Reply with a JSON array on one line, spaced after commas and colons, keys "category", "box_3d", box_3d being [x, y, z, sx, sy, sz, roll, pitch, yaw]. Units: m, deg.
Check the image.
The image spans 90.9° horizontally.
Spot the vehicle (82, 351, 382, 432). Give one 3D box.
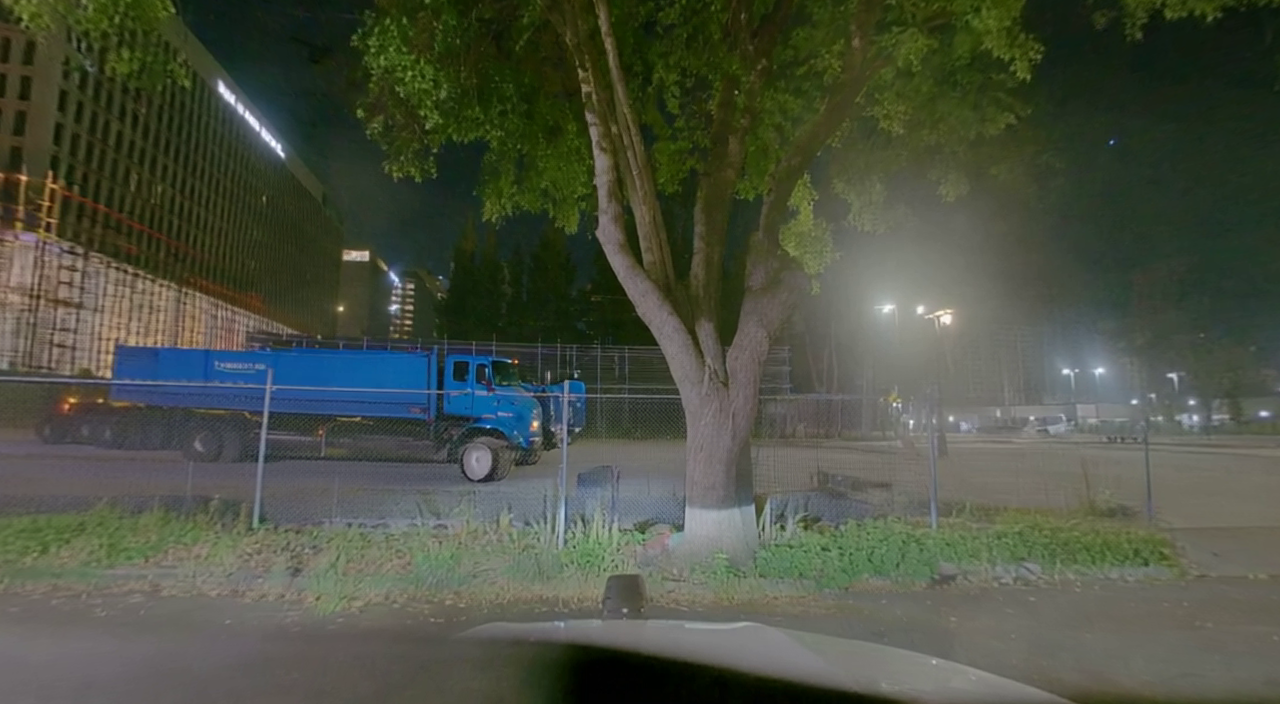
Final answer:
[{"category": "vehicle", "box_3d": [-22.778, 2.452, 36.414, 14.067, 4.099, 2.832, 3, -7, -15]}]
